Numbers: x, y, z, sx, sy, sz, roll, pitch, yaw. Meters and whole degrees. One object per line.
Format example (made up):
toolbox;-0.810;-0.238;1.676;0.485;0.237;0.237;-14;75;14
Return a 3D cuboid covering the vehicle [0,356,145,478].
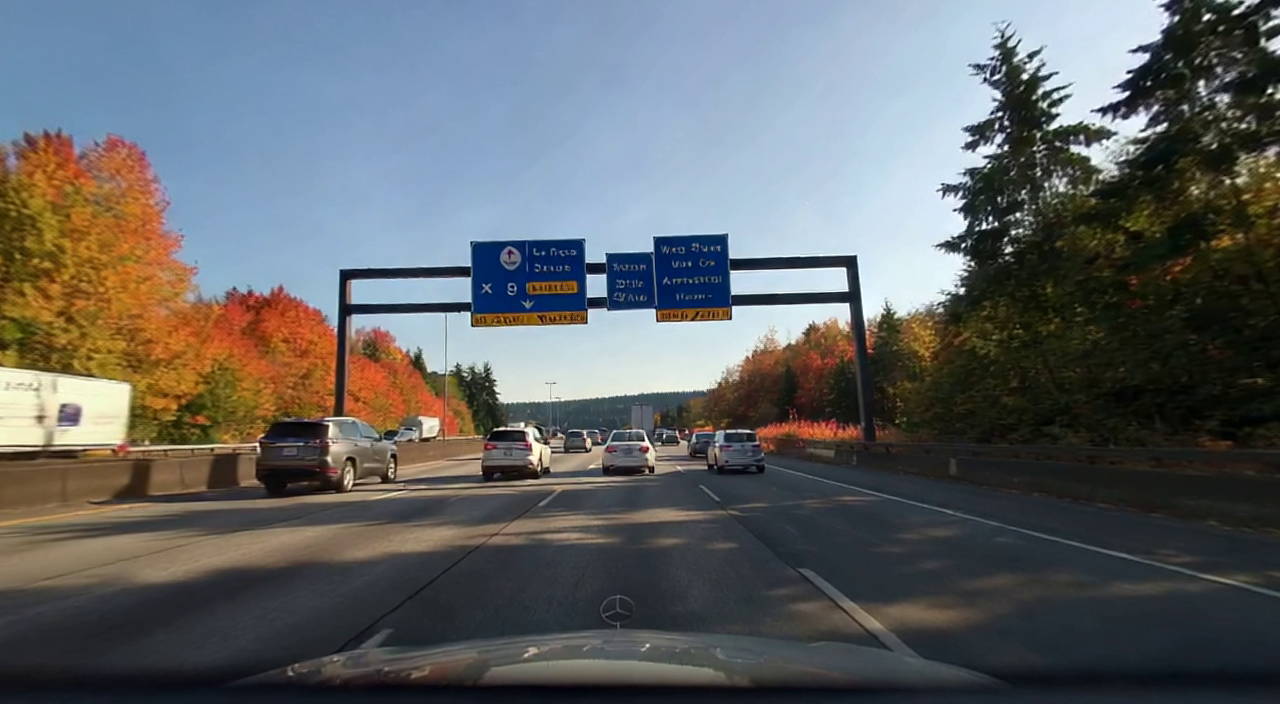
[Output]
vehicle;-23.175;2.073;20.284;2.934;4.105;14.191;0;-8;0

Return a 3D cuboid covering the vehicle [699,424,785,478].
vehicle;3.336;3.319;21.452;2.095;1.650;4.331;0;-8;-1

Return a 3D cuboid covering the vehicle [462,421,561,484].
vehicle;-3.725;2.999;19.073;2.064;1.672;4.277;0;-8;1

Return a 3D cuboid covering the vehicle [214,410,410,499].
vehicle;-7.457;2.380;15.036;2.117;1.779;4.745;0;-8;0

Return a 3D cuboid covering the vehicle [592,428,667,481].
vehicle;-0.304;3.197;20.041;2.111;1.494;4.364;0;-8;0
